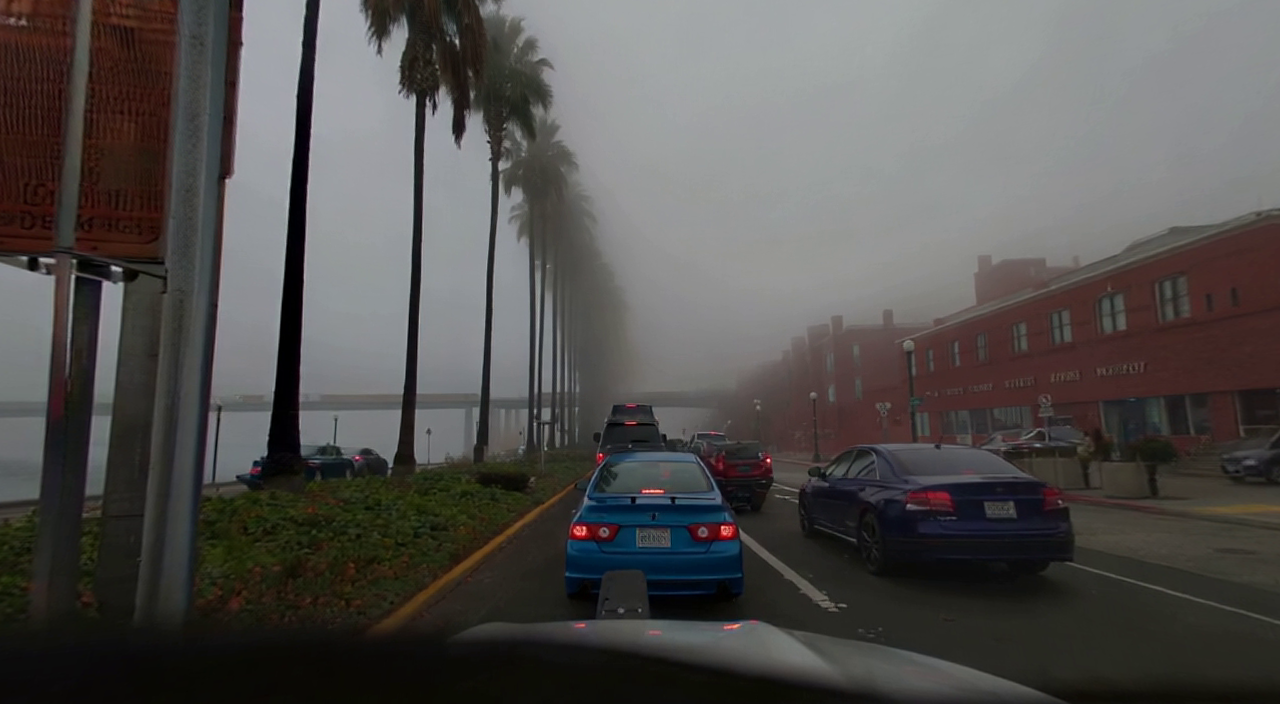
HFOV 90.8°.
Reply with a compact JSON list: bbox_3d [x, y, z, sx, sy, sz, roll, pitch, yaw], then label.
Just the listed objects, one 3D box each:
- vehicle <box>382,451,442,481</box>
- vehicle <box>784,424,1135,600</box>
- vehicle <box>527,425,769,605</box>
[{"bbox_3d":[-14.954,7.468,41.679,2.104,1.802,4.852,0,-9,0],"label":"vehicle"},{"bbox_3d":[3.267,1.717,7.716,1.920,1.490,4.417,0,-9,-1],"label":"vehicle"},{"bbox_3d":[0.061,1.669,7.276,2.048,1.503,3.681,0,-9,0],"label":"vehicle"}]
